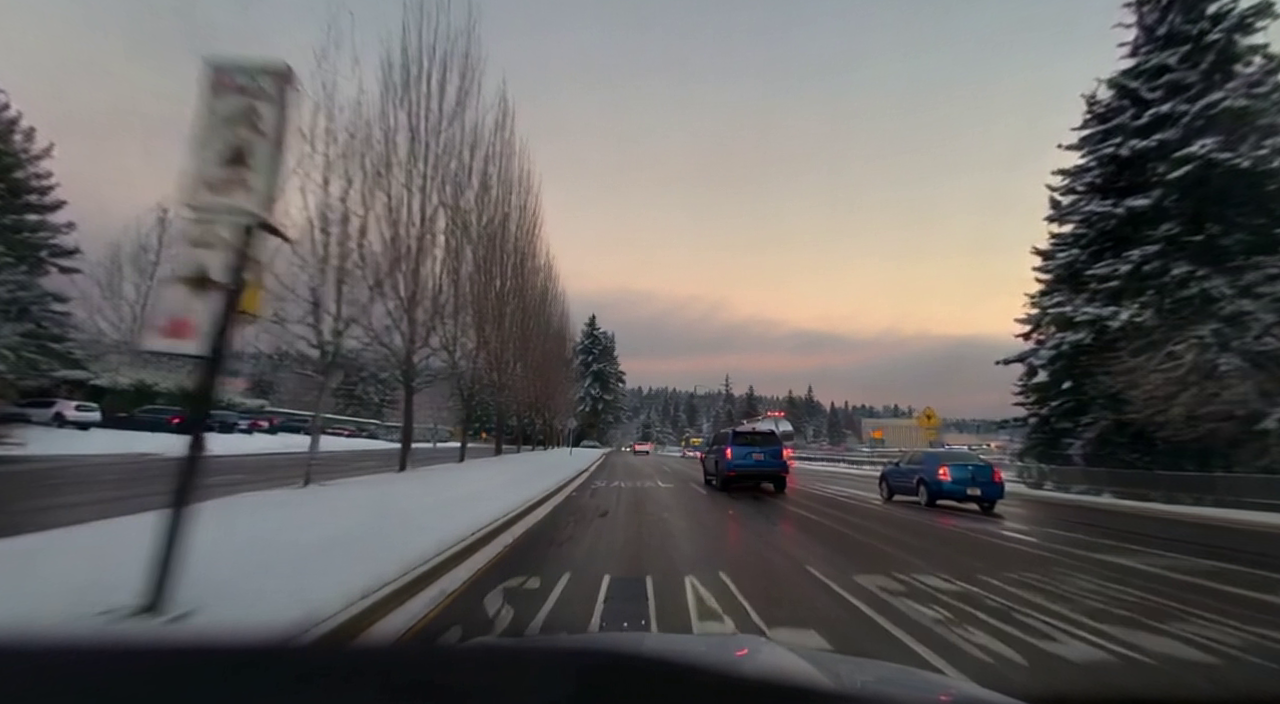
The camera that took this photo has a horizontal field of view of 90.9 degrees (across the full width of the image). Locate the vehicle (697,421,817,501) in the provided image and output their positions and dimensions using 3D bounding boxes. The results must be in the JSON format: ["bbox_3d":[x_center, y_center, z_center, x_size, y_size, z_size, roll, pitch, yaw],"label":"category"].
[{"bbox_3d":[2.755,2.700,16.022,2.045,1.729,4.532,0,-8,-1],"label":"vehicle"}]

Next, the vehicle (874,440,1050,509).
[{"bbox_3d":[7.834,2.983,15.914,1.966,1.476,4.270,1,-8,-4],"label":"vehicle"}]

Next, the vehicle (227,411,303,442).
[{"bbox_3d":[-28.974,5.759,48.726,4.573,1.751,2.109,6,-7,11],"label":"vehicle"}]
